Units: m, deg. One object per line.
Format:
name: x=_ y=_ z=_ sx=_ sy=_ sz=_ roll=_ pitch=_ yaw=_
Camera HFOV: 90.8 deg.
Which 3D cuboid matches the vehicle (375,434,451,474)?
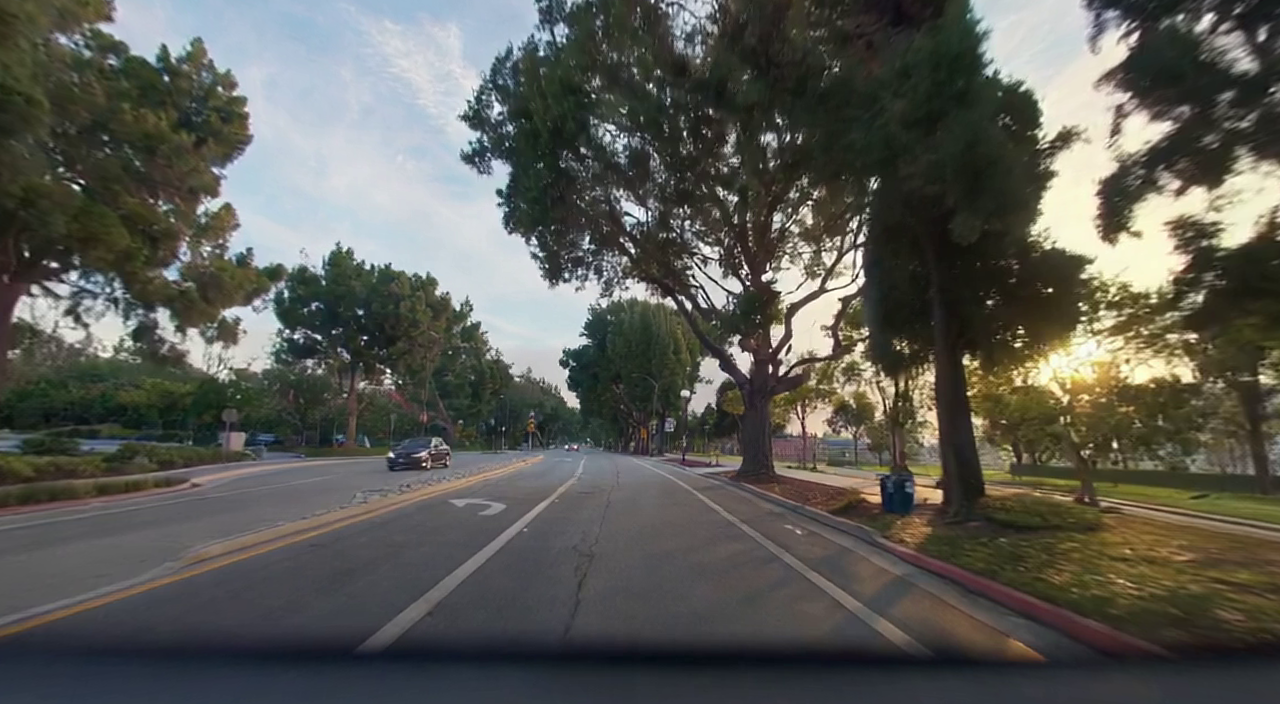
vehicle: x=-9.719 y=4.379 z=27.392 sx=2.008 sy=1.565 sz=4.182 roll=0 pitch=-8 yaw=-5
